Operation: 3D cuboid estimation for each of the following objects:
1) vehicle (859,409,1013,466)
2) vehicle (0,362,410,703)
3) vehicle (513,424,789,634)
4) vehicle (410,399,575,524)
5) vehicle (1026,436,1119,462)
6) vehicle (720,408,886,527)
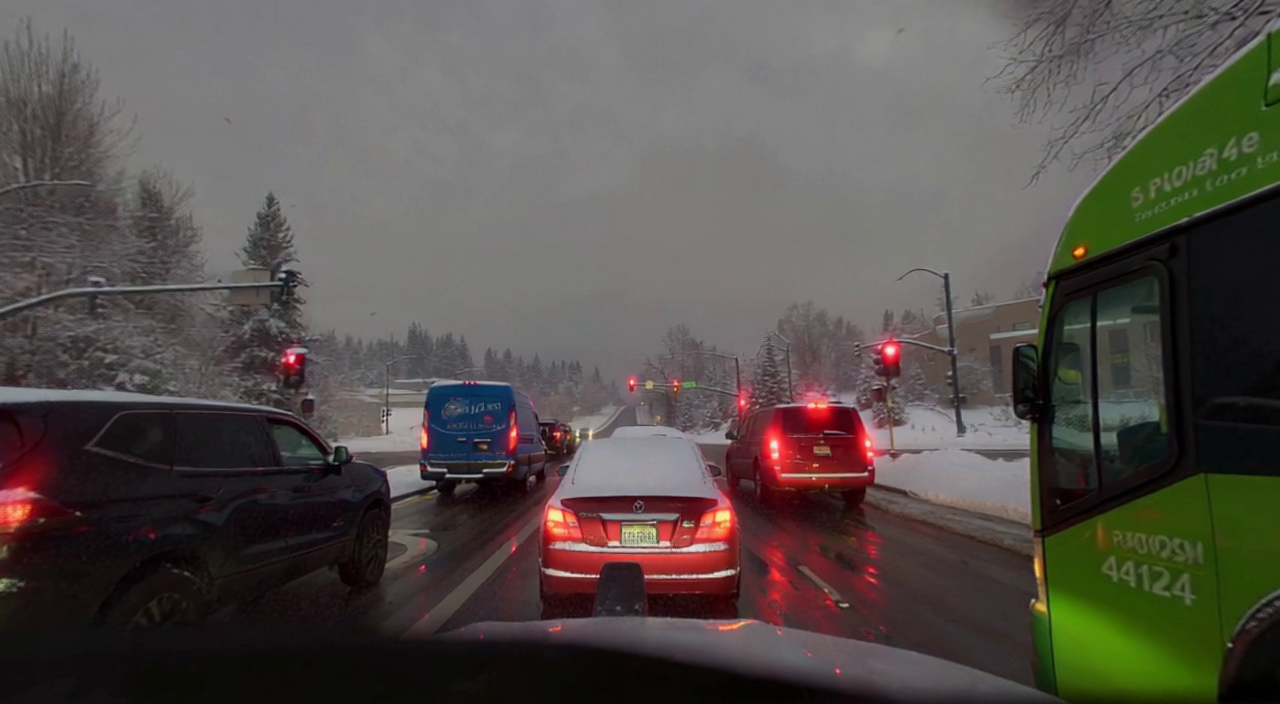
[{"bbox_3d":[17.625,5.133,37.909,7.839,3.213,2.628,0,-8,-3],"label":"vehicle"},{"bbox_3d":[-3.400,1.181,4.623,1.921,1.701,3.989,0,-8,0],"label":"vehicle"},{"bbox_3d":[0.075,1.546,6.417,1.976,1.485,3.624,0,-8,0],"label":"vehicle"},{"bbox_3d":[-2.915,2.348,13.980,2.335,2.221,5.165,0,-8,1],"label":"vehicle"},{"bbox_3d":[25.924,5.816,37.966,4.229,1.489,1.794,0,-9,-1],"label":"vehicle"},{"bbox_3d":[3.168,2.396,13.669,2.143,2.036,5.367,0,-8,0],"label":"vehicle"}]
